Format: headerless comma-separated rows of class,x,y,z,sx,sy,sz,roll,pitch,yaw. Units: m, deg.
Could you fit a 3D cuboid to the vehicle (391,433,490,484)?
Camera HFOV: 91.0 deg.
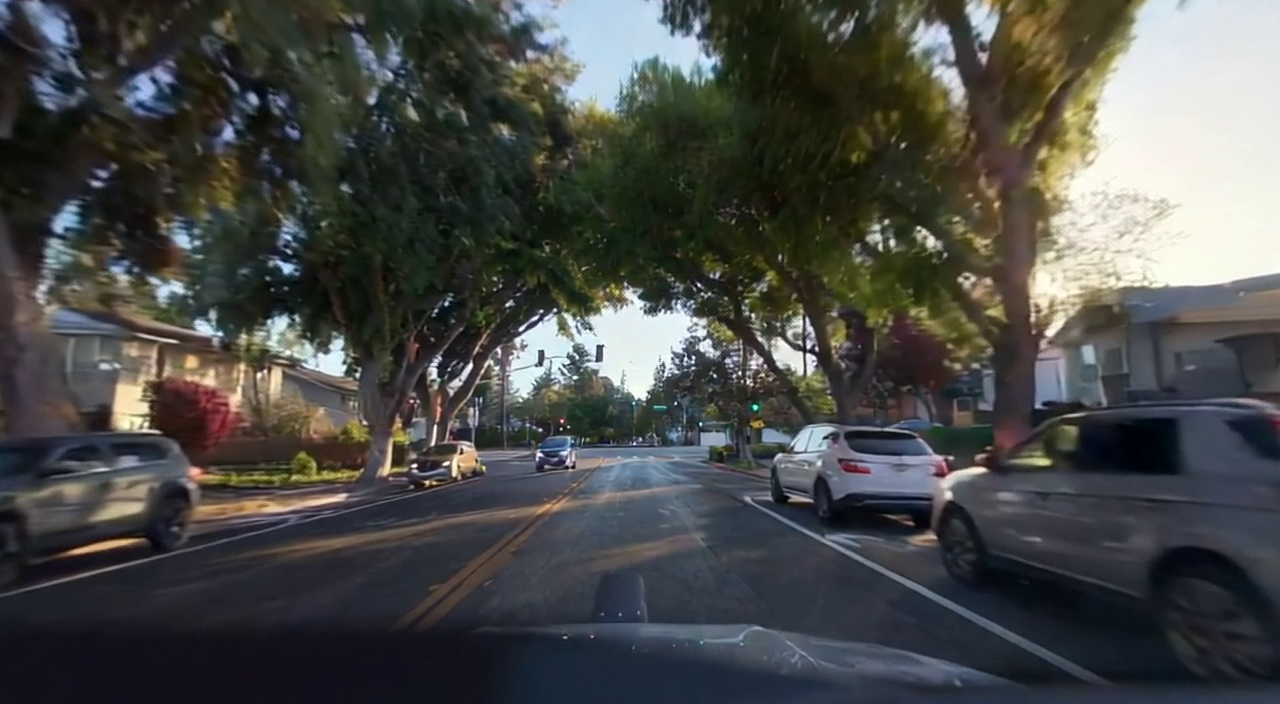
vehicle,-7.612,4.131,24.691,2.150,1.766,5.483,0,-9,-1

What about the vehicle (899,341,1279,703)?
vehicle,3.771,1.129,4.549,1.908,1.788,4.397,1,-8,0

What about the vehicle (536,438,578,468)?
vehicle,-4.360,5.368,33.556,1.971,1.497,4.285,1,-9,-4

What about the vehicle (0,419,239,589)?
vehicle,-7.594,1.802,8.081,1.994,1.718,4.518,0,-9,-2

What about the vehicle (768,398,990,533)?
vehicle,3.875,1.960,11.281,2.063,1.904,4.531,0,-9,-2
